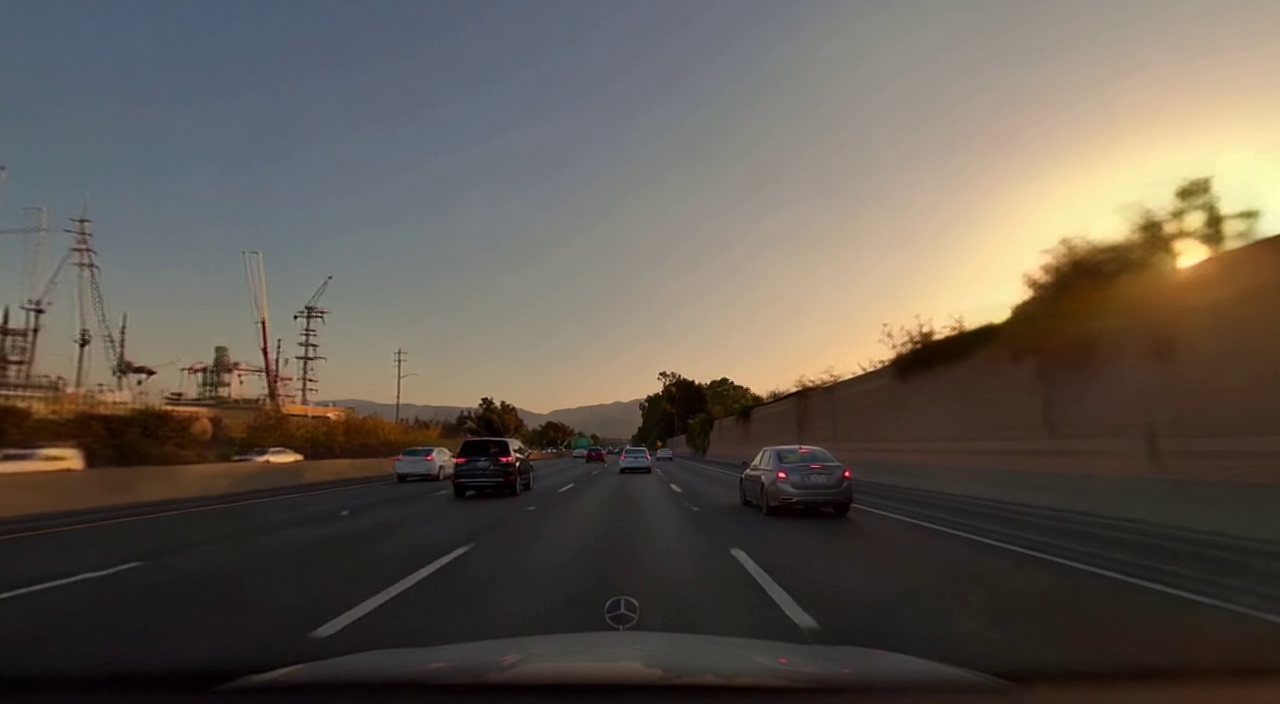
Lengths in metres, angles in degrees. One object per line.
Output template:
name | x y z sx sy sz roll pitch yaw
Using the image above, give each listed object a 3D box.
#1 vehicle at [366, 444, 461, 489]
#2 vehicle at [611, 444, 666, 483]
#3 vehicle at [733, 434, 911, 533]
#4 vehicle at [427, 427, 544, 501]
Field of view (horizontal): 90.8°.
vehicle | -8.231 4.169 23.447 1.908 1.476 4.342 0 -8 0
vehicle | -0.093 4.518 25.885 2.045 1.452 4.040 0 -8 -1
vehicle | 3.156 2.368 12.081 1.917 1.507 4.540 0 -8 -2
vehicle | -4.058 3.020 17.456 2.121 1.775 4.335 0 -8 0
